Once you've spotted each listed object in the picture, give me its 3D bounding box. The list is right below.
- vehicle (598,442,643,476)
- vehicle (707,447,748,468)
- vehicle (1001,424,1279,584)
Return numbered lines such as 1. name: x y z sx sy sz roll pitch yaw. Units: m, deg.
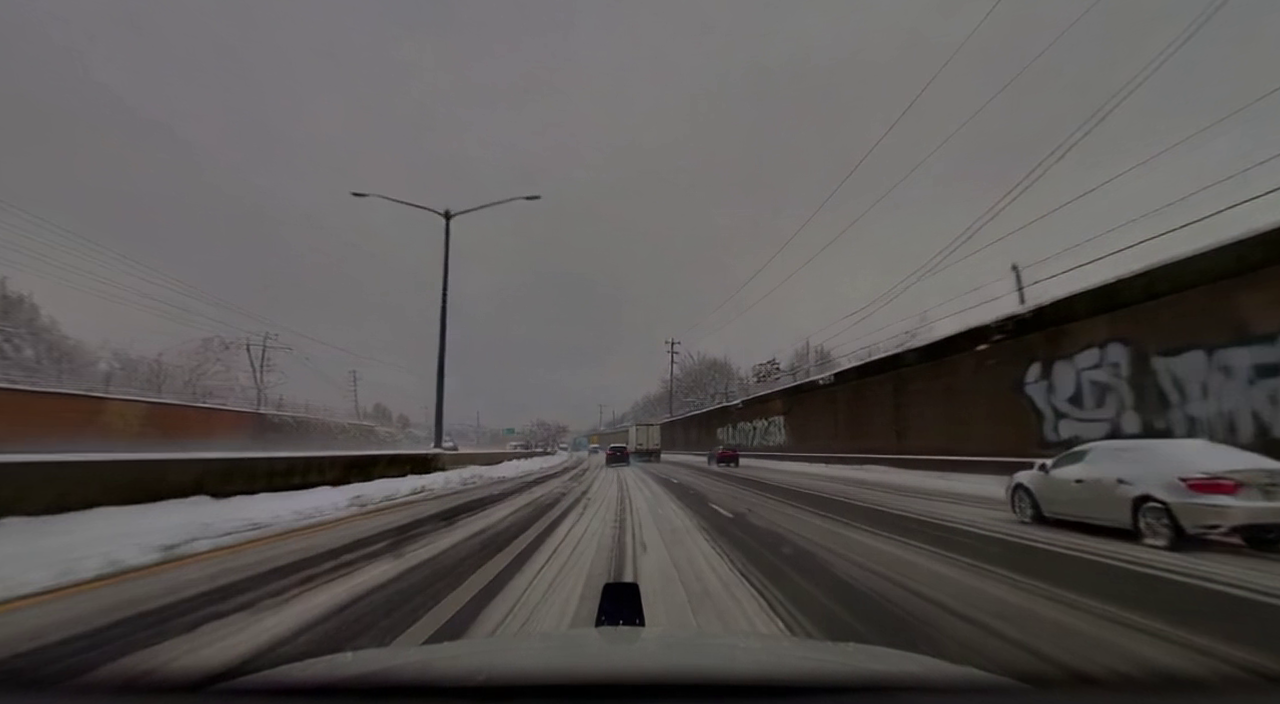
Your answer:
1. vehicle: -1.024 5.517 32.754 2.191 1.685 3.353 0 -9 -2
2. vehicle: 6.236 7.593 45.577 2.018 1.451 4.762 0 -9 -4
3. vehicle: 7.177 1.807 8.322 2.032 1.525 4.631 0 -9 -1
